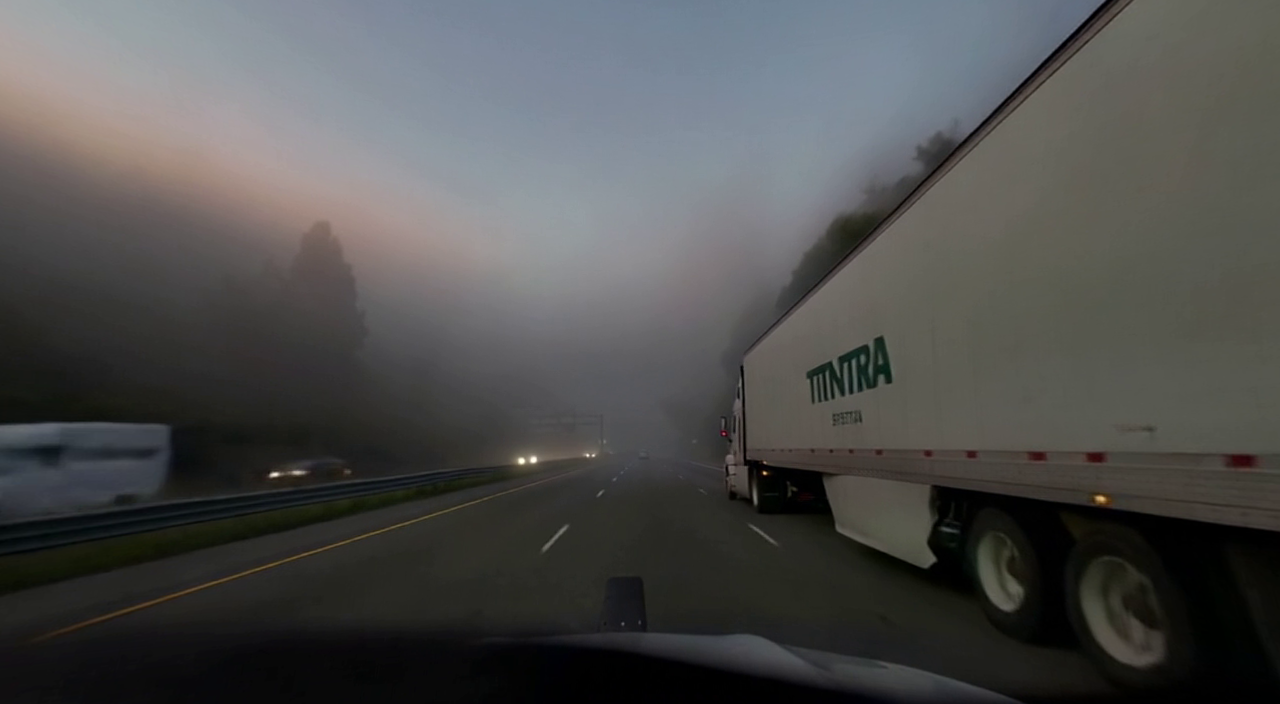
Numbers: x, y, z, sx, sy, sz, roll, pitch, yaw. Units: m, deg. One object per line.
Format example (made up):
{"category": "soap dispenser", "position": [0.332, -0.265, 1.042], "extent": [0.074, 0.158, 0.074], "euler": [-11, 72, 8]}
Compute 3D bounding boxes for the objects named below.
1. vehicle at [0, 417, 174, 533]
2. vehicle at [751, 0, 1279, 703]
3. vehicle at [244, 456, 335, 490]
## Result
{"category": "vehicle", "position": [-15.217, 2.983, 15.558], "extent": [2.441, 2.500, 6.307], "euler": [0, -9, 1]}
{"category": "vehicle", "position": [4.077, 0.423, 7.252], "extent": [2.947, 4.020, 14.220], "euler": [0, -9, 0]}
{"category": "vehicle", "position": [-18.648, 6.436, 33.807], "extent": [1.960, 1.618, 4.853], "euler": [0, -9, 2]}
